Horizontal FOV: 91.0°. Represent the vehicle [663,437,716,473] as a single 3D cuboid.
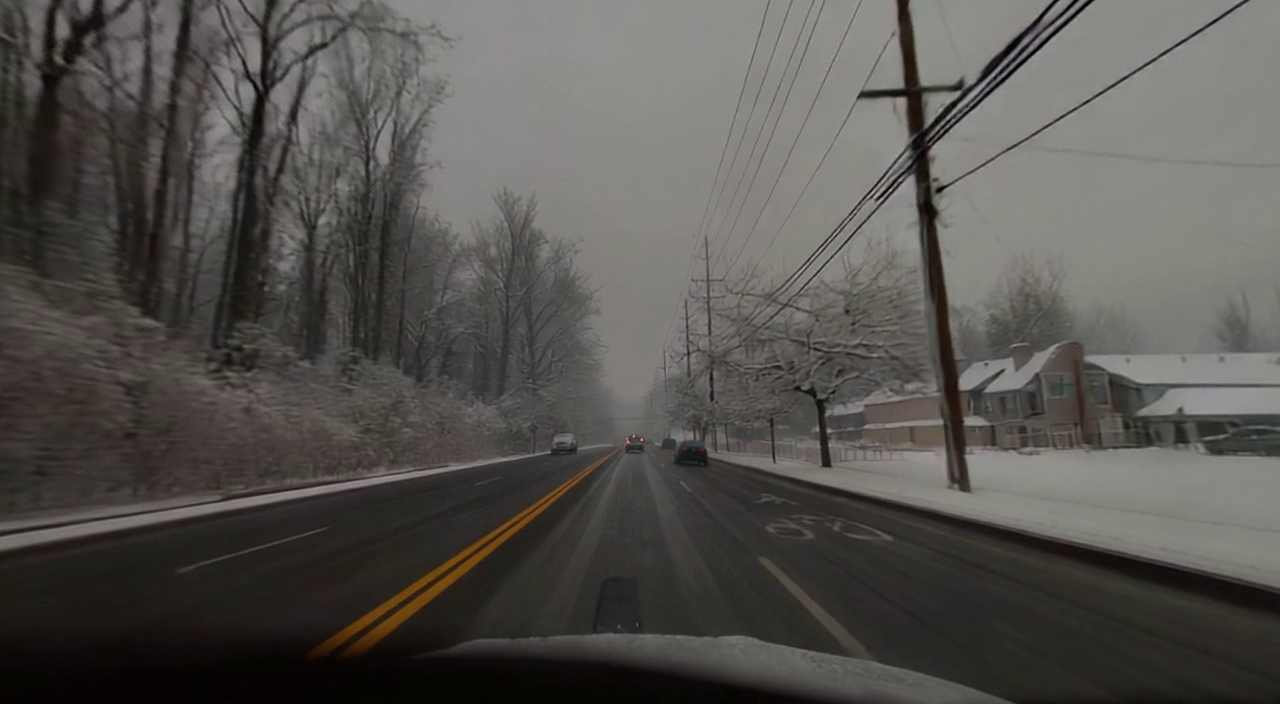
[{"bbox_3d":[2.132,4.592,28.235,1.975,1.497,3.647,0,-8,-2],"label":"vehicle"}]
